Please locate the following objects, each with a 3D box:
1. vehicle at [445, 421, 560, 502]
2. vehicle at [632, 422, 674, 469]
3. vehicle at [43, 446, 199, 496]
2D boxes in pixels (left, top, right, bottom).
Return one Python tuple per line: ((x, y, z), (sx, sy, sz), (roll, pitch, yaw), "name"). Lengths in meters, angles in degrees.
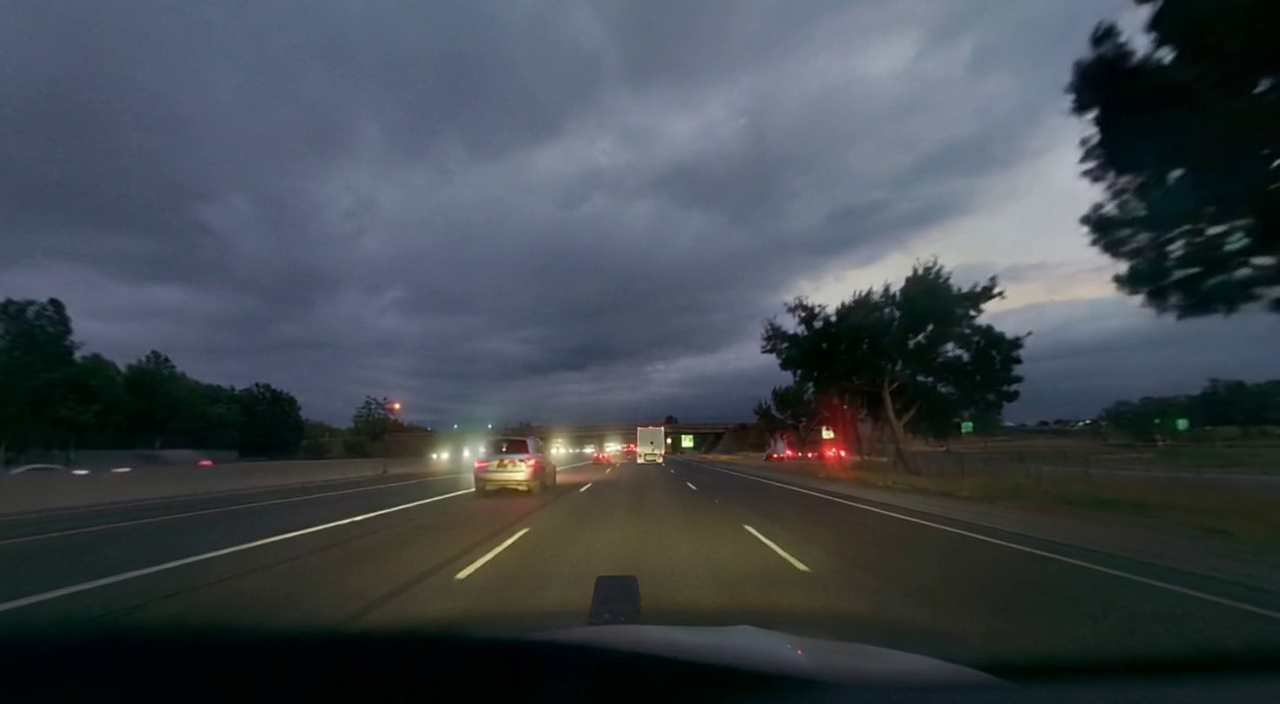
((-3.937, 3.300, 19.307), (2.233, 2.093, 5.565), (0, -9, 0), "vehicle")
((0.814, 6.766, 45.442), (2.790, 3.075, 7.414), (0, -9, -1), "vehicle")
((-19.879, 4.553, 24.476), (2.082, 1.713, 4.606), (0, -9, 1), "vehicle")
